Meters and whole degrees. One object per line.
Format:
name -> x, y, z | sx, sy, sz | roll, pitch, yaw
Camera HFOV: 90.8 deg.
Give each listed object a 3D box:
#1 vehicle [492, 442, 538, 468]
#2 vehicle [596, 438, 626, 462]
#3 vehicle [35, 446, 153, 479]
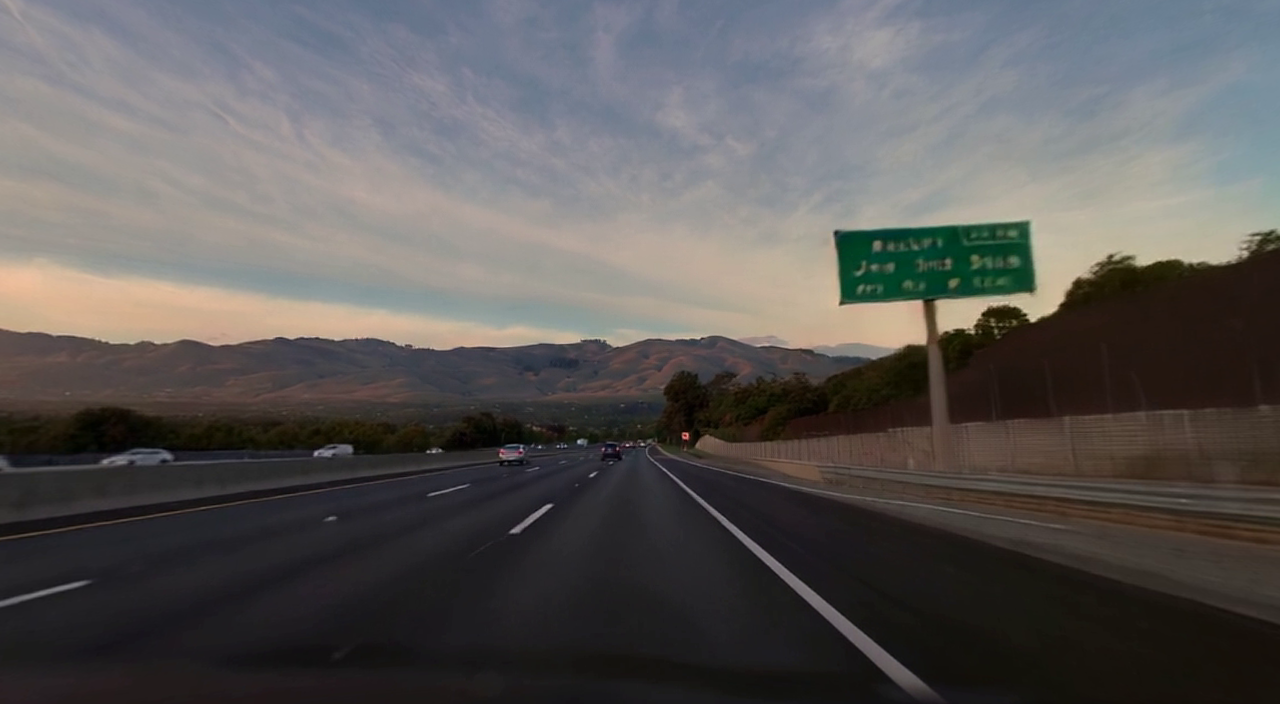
vehicle -> -7.689, 6.374, 39.220 | 1.930, 1.508, 4.567 | 0, -9, 0
vehicle -> -2.172, 7.597, 48.917 | 2.029, 1.753, 4.718 | 0, -9, 1
vehicle -> -36.582, 7.392, 42.650 | 2.354, 1.995, 6.272 | 0, -9, 0
